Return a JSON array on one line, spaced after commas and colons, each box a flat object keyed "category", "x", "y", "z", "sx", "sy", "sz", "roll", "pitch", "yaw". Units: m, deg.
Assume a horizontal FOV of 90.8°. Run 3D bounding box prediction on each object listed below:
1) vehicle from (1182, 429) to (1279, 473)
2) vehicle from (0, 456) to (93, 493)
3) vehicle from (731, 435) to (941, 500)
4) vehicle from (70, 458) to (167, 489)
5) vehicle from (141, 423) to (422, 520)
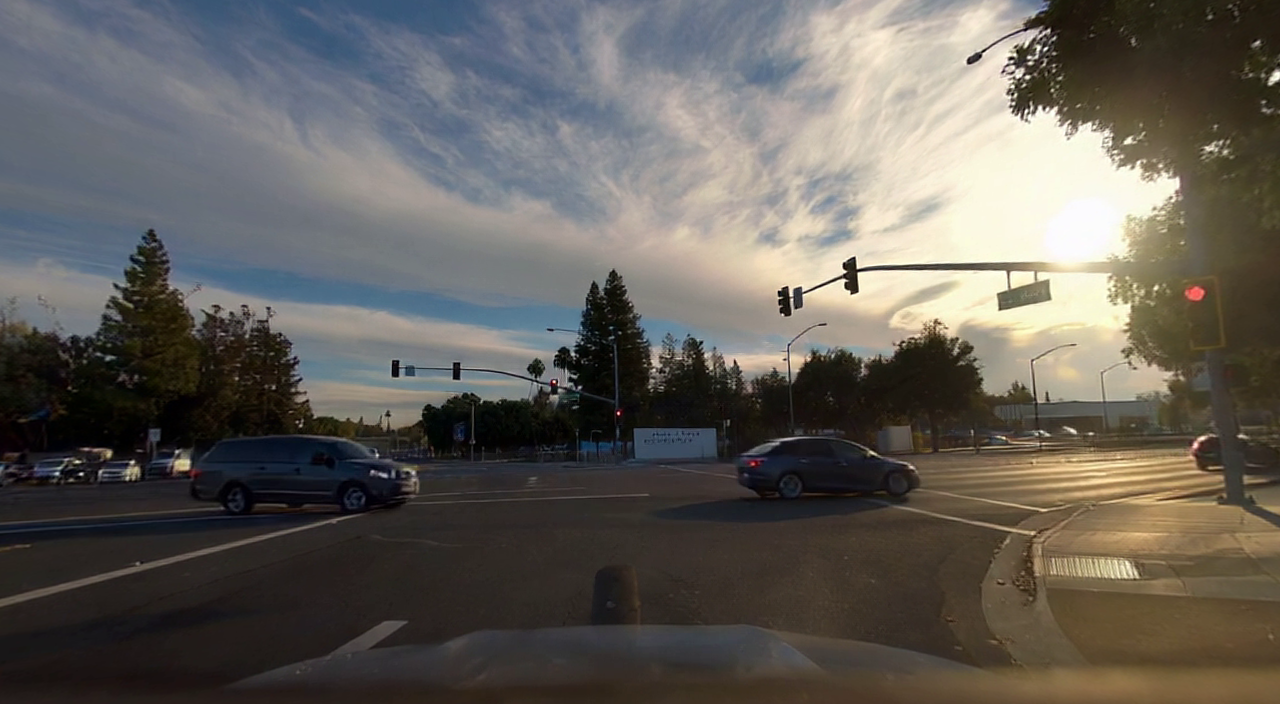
[{"category": "vehicle", "x": 23.827, "y": 3.940, "z": 25.328, "sx": 4.281, "sy": 1.621, "sz": 1.903, "roll": 5, "pitch": -10, "yaw": -33}, {"category": "vehicle", "x": -31.187, "y": 6.264, "z": 32.641, "sx": 2.142, "sy": 1.723, "sz": 4.692, "roll": 1, "pitch": -9, "yaw": -9}, {"category": "vehicle", "x": 4.940, "y": 2.895, "z": 16.146, "sx": 4.728, "sy": 1.471, "sz": 1.957, "roll": 2, "pitch": -9, "yaw": -14}, {"category": "vehicle", "x": -28.377, "y": 6.611, "z": 34.600, "sx": 1.965, "sy": 1.448, "sz": 4.553, "roll": 1, "pitch": -9, "yaw": -9}, {"category": "vehicle", "x": -8.424, "y": 2.749, "z": 14.933, "sx": 5.896, "sy": 1.937, "sz": 2.358, "roll": -3, "pitch": -9, "yaw": 19}]
